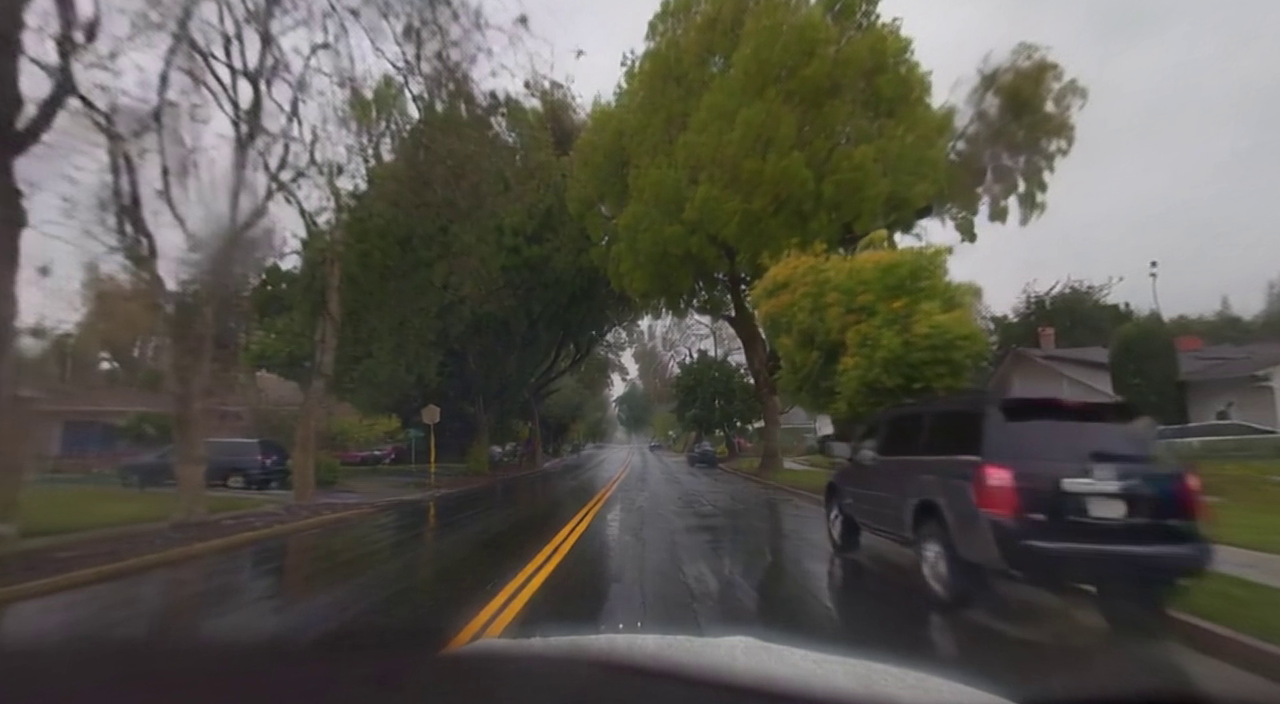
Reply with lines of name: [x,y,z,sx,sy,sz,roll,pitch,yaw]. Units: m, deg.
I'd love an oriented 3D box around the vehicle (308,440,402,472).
vehicle: [-16.227,5.936,36.139,4.331,1.738,2.067,0,-9,1]

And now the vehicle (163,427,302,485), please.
vehicle: [-14.469,3.710,22.827,1.933,1.837,4.670,-2,-8,-1]

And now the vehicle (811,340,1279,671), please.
vehicle: [3.082,1.098,5.526,2.007,1.702,4.430,0,-8,1]

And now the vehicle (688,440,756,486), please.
vehicle: [3.077,4.263,24.732,1.988,1.618,4.567,0,-8,-1]
